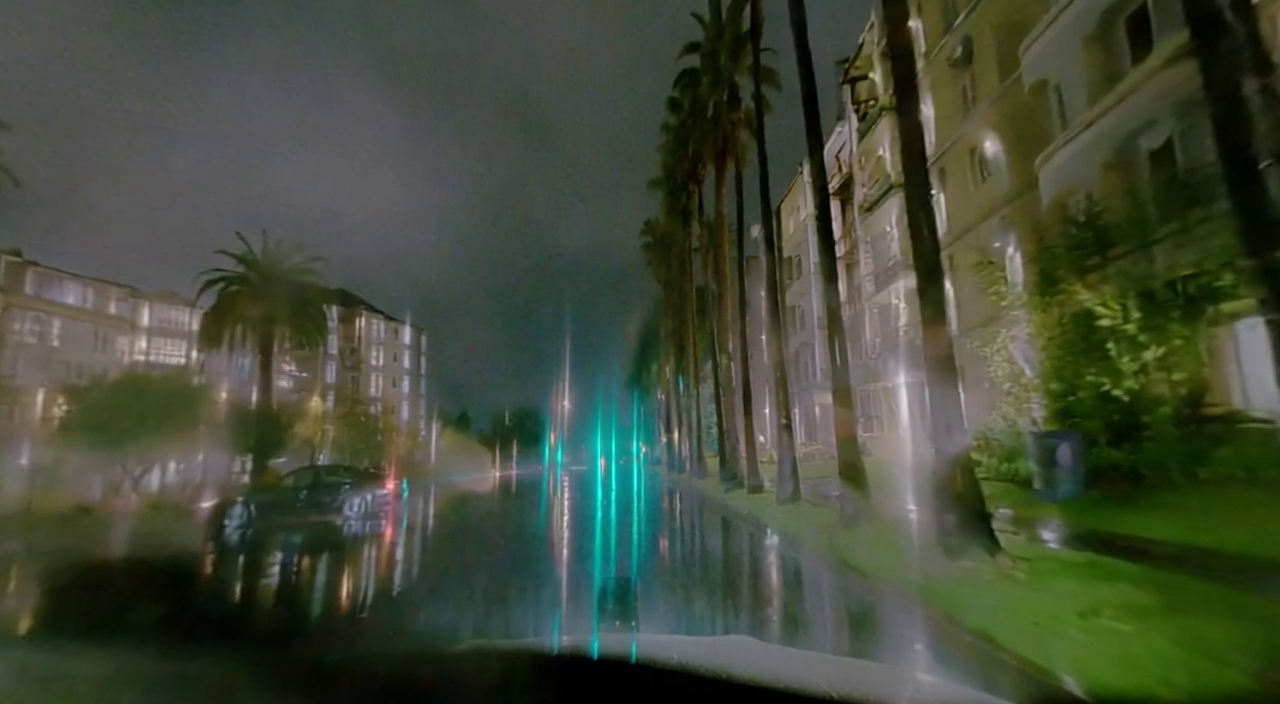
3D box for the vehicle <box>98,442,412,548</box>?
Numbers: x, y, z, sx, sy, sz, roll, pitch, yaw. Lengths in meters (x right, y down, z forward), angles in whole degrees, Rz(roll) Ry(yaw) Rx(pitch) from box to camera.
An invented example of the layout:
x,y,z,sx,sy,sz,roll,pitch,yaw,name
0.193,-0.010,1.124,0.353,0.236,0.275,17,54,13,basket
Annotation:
x,y,z,sx,sy,sz,roll,pitch,yaw,name
-7.154,2.658,12.234,4.803,1.520,1.894,-3,-8,-6,vehicle
